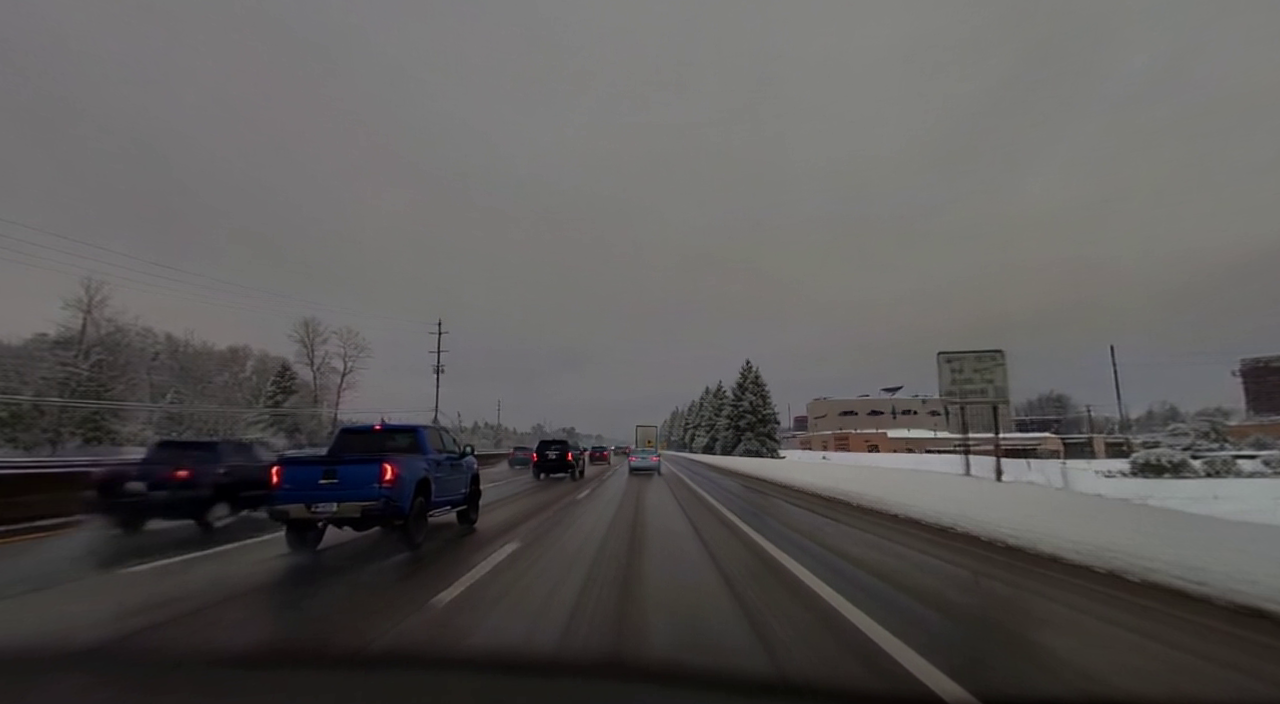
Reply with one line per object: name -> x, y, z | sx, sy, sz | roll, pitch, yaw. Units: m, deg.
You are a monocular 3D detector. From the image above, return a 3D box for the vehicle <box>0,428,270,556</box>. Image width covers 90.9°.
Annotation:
vehicle -> -8.391, 2.148, 10.408 | 1.897, 1.636, 4.295 | 0, -8, 1

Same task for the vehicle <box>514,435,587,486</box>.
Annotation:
vehicle -> -3.407, 4.254, 24.993 | 2.133, 1.789, 4.518 | -1, -8, 1

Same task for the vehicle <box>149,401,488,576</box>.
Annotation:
vehicle -> -4.074, 1.848, 9.457 | 2.198, 1.848, 5.346 | 0, -8, 1

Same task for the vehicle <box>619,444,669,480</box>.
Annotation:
vehicle -> 0.142, 4.785, 27.754 | 2.047, 1.473, 3.978 | 0, -8, 0
